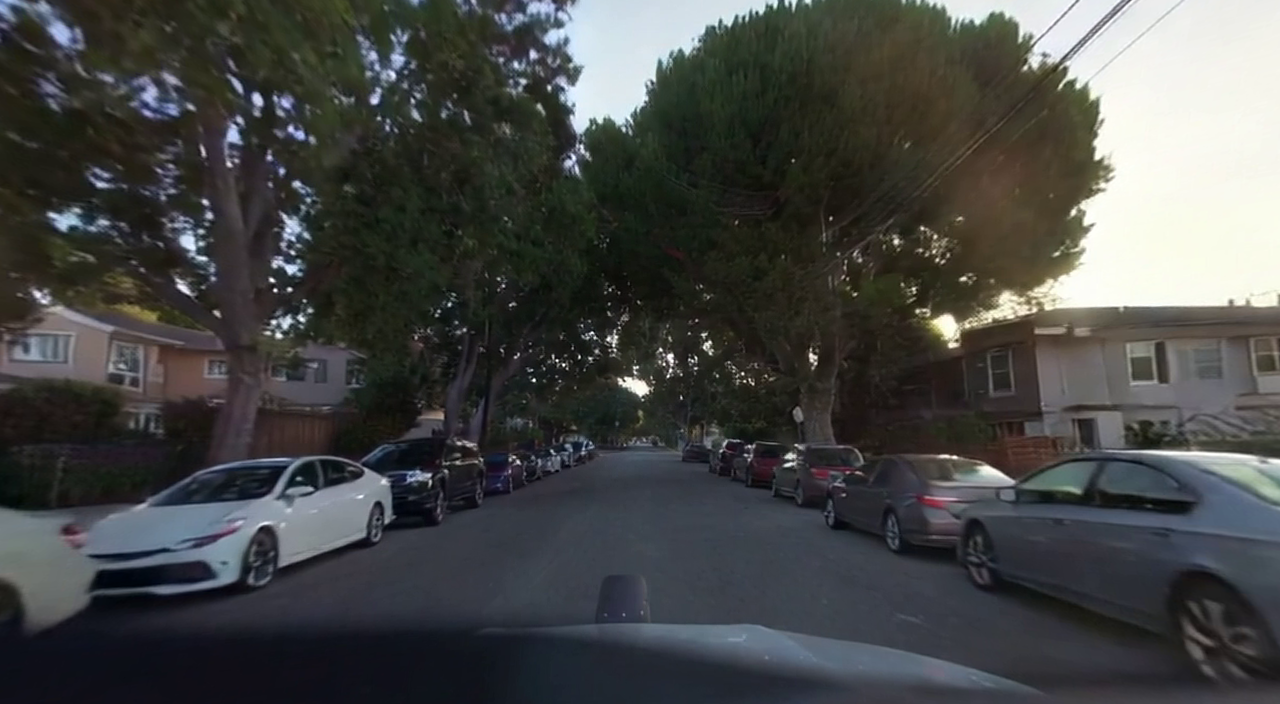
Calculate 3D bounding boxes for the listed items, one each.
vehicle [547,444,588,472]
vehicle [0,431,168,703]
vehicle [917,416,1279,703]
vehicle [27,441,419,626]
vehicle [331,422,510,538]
[{"bbox_3d":[-4.379,6.457,38.505,2.013,1.645,4.318,0,-8,0],"label":"vehicle"},{"bbox_3d":[-4.549,1.118,2.674,1.870,1.562,4.212,0,-8,-2],"label":"vehicle"},{"bbox_3d":[4.022,1.327,4.722,1.862,1.525,4.421,0,-8,0],"label":"vehicle"},{"bbox_3d":[-4.490,1.925,7.870,1.920,1.501,4.552,-2,-8,-2],"label":"vehicle"},{"bbox_3d":[-4.655,2.727,14.393,2.239,1.970,5.558,-4,-7,-2],"label":"vehicle"}]
